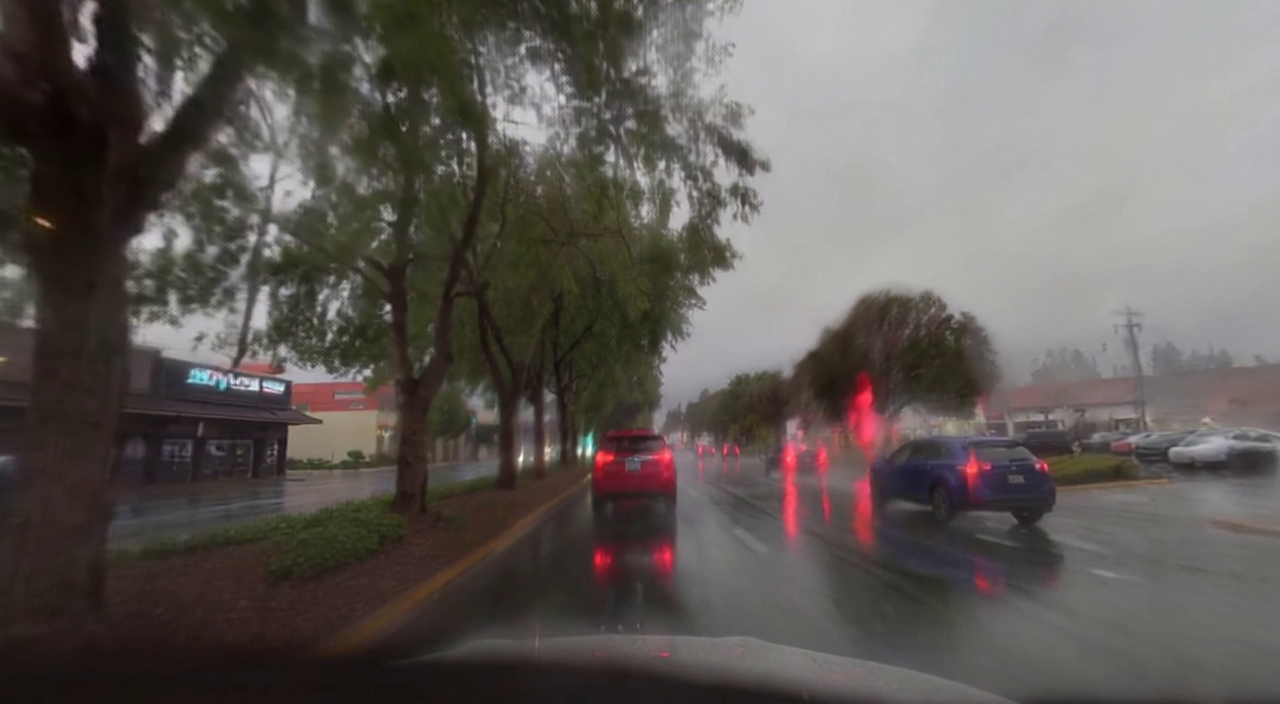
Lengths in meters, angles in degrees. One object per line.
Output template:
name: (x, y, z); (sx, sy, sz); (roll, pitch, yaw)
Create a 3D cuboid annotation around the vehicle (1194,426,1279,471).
vehicle: (27.248, 4.245, 27.797); (1.878, 1.838, 4.118); (0, -9, 0)

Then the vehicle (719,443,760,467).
vehicle: (6.550, 6.825, 42.086); (1.914, 1.523, 4.287); (0, -9, -2)

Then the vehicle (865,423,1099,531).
vehicle: (6.259, 2.332, 12.352); (2.056, 1.703, 4.428); (0, -9, 0)

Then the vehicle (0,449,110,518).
vehicle: (-19.246, 3.864, 18.793); (2.302, 1.939, 5.221); (0, -9, 1)

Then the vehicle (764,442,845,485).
vehicle: (6.462, 4.422, 25.406); (2.035, 1.553, 4.465); (0, -9, 0)

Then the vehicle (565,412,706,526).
vehicle: (-0.088, 2.253, 12.620); (2.320, 1.880, 4.192); (0, -9, -1)

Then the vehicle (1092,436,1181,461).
vehicle: (33.224, 6.474, 42.454); (1.959, 1.580, 4.873); (0, -9, 0)
